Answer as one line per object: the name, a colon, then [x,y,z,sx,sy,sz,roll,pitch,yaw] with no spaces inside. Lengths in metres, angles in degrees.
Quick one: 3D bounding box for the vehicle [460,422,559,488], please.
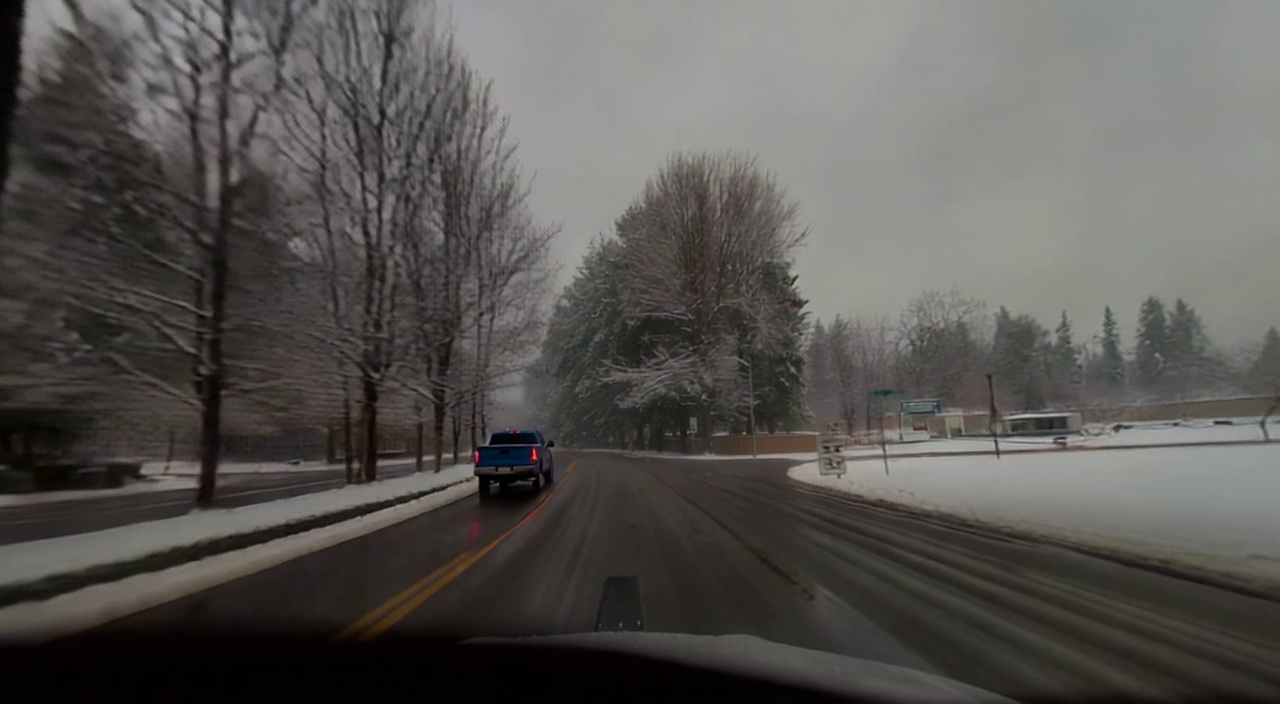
vehicle: [-4.178,3.449,21.460,2.267,1.849,6.402,0,-9,-3]
